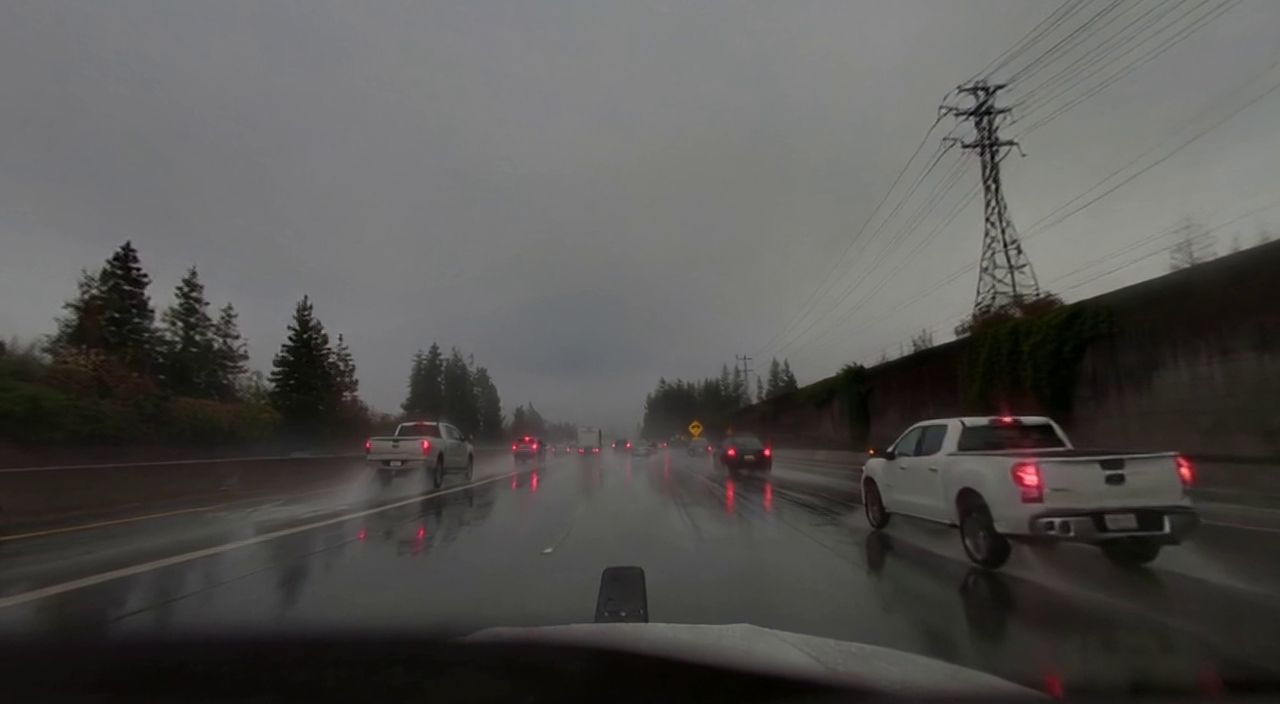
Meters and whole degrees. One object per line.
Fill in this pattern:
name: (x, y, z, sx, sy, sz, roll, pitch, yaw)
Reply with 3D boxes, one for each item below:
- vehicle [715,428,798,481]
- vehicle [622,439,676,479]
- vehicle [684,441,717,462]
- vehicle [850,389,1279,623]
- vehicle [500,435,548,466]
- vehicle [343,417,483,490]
vehicle: (4.309, 3.890, 24.137, 2.195, 1.778, 4.455, 0, -9, -1)
vehicle: (0.322, 4.231, 25.223, 1.966, 1.444, 3.986, 0, -8, 0)
vehicle: (4.193, 6.954, 44.143, 1.895, 1.429, 3.908, 0, -8, 0)
vehicle: (4.012, 1.443, 6.825, 2.002, 1.691, 4.290, 0, -8, 0)
vehicle: (-6.863, 5.904, 37.868, 1.978, 1.680, 4.263, 0, -9, 1)
vehicle: (-6.873, 3.186, 20.006, 2.269, 1.936, 5.777, 0, -9, 0)
